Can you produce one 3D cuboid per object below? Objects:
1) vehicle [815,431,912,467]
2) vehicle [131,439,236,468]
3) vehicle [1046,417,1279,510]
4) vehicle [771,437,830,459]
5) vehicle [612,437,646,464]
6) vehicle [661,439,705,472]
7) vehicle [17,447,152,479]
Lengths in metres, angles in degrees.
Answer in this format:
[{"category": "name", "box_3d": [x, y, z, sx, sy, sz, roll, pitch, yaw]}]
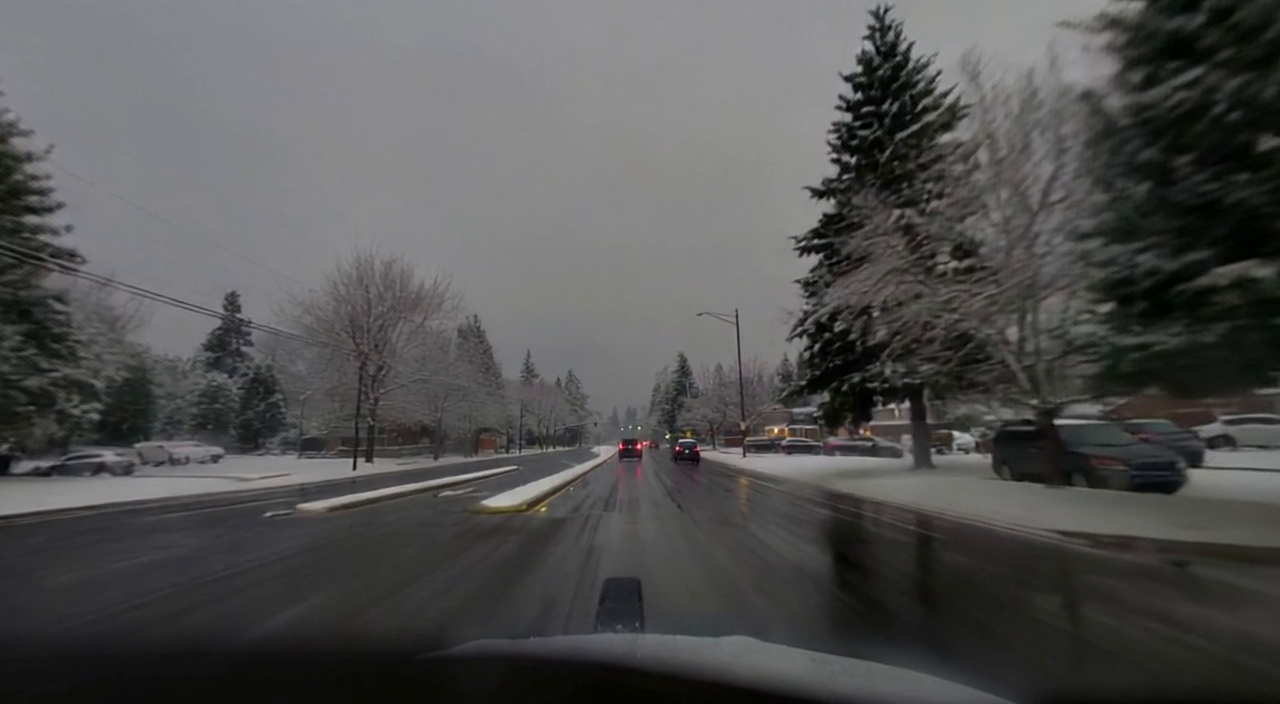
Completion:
[{"category": "vehicle", "box_3d": [11.132, 4.871, 31.676, 2.047, 1.682, 4.074, 8, -12, -40]}, {"category": "vehicle", "box_3d": [-33.697, 7.518, 46.902, 5.899, 1.996, 2.367, 5, -9, -29]}, {"category": "vehicle", "box_3d": [10.726, 2.173, 12.688, 1.903, 1.569, 3.751, 6, -10, -32]}, {"category": "vehicle", "box_3d": [11.032, 6.577, 43.538, 3.486, 1.431, 1.799, -7, -11, 43]}, {"category": "vehicle", "box_3d": [-0.838, 7.430, 47.935, 2.488, 1.881, 4.814, 0, -8, -1]}, {"category": "vehicle", "box_3d": [2.196, 5.417, 33.273, 2.003, 1.614, 4.072, 0, -8, -1]}, {"category": "vehicle", "box_3d": [-28.094, 5.626, 32.199, 4.796, 1.478, 1.947, 5, -10, -32]}]
